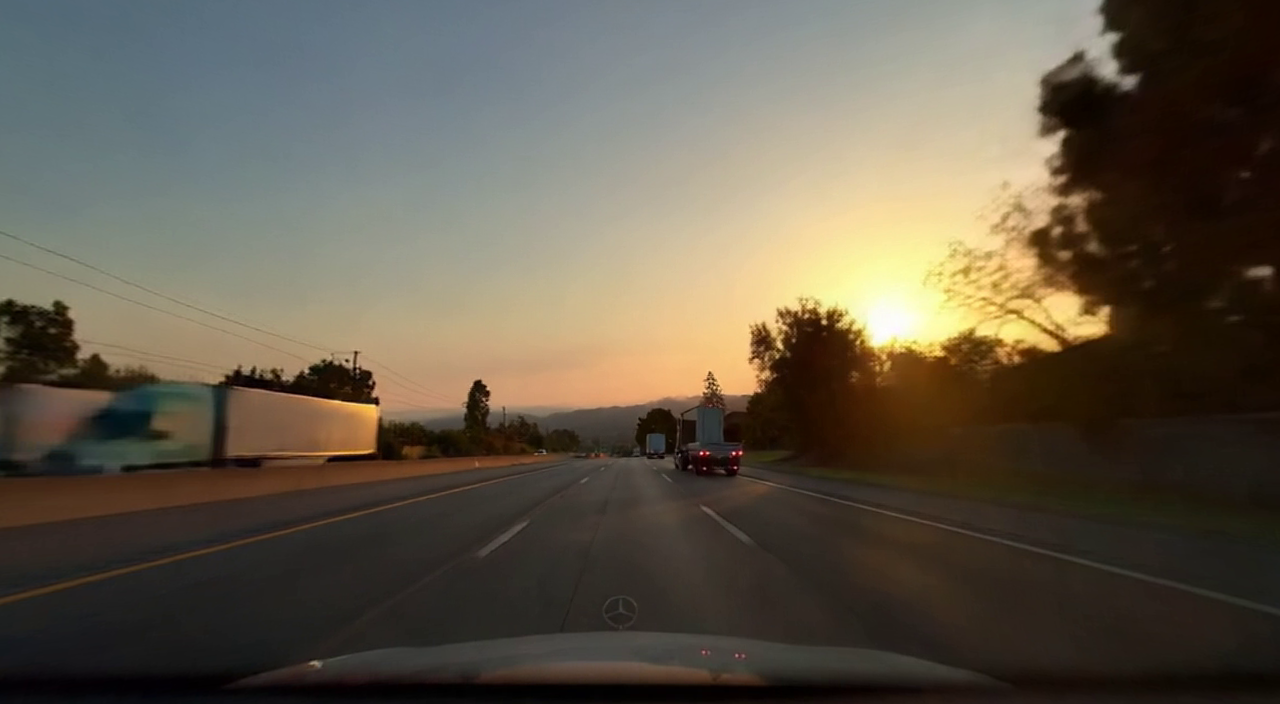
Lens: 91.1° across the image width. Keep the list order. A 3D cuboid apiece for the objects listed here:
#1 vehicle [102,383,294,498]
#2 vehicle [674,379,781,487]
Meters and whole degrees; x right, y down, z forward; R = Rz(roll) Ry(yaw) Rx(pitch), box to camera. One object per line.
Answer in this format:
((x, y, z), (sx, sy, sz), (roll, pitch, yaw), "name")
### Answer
((-17.092, 3.526, 25.000), (3.069, 3.980, 6.061), (0, -9, -1), "vehicle")
((3.602, 4.023, 30.130), (3.037, 3.999, 13.133), (0, -9, -1), "vehicle")
